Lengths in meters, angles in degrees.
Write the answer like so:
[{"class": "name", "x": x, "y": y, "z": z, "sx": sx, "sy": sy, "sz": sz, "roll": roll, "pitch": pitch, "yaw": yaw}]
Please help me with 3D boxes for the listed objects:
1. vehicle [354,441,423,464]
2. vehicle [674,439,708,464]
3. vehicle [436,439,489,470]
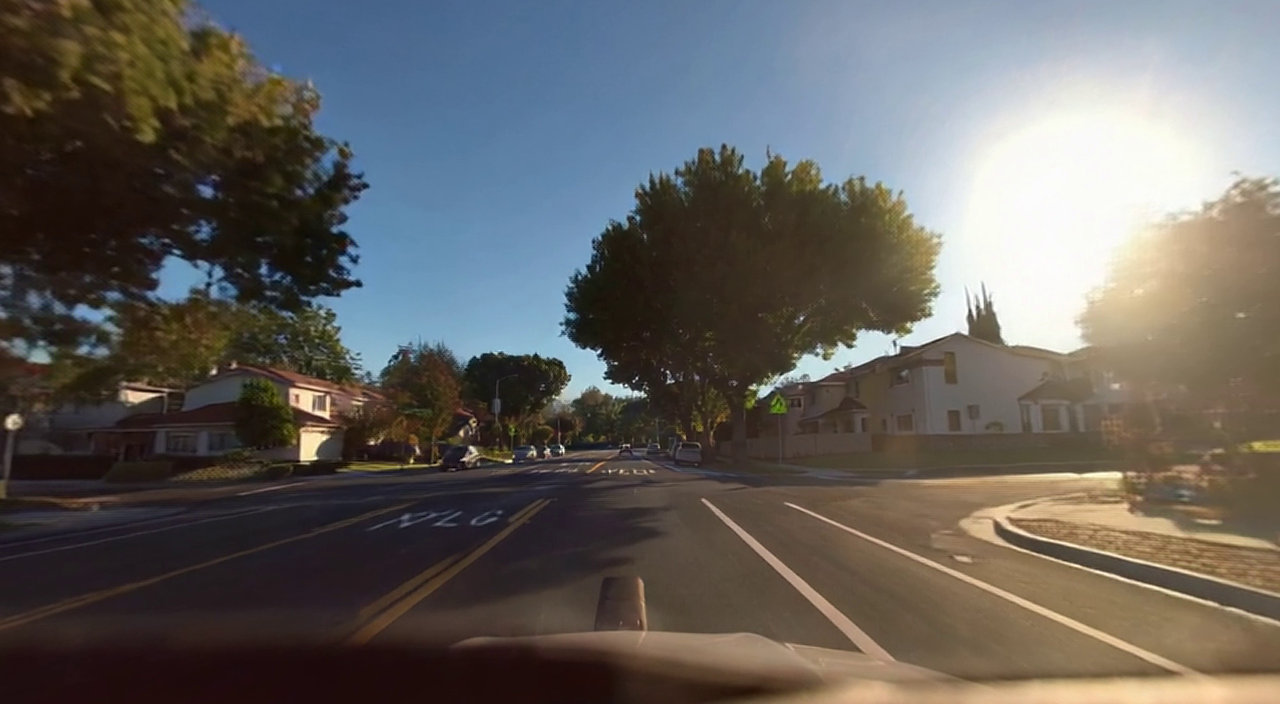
[{"class": "vehicle", "x": -19.516, "y": 7.819, "z": 49.188, "sx": 4.450, "sy": 1.677, "sz": 2.027, "roll": 0, "pitch": -9, "yaw": -3}, {"class": "vehicle", "x": 3.741, "y": 7.404, "z": 47.058, "sx": 2.027, "sy": 1.751, "sz": 4.433, "roll": 0, "pitch": -9, "yaw": -2}, {"class": "vehicle", "x": -12.217, "y": 7.103, "z": 43.881, "sx": 2.199, "sy": 1.988, "sz": 5.454, "roll": 0, "pitch": -9, "yaw": -2}]
